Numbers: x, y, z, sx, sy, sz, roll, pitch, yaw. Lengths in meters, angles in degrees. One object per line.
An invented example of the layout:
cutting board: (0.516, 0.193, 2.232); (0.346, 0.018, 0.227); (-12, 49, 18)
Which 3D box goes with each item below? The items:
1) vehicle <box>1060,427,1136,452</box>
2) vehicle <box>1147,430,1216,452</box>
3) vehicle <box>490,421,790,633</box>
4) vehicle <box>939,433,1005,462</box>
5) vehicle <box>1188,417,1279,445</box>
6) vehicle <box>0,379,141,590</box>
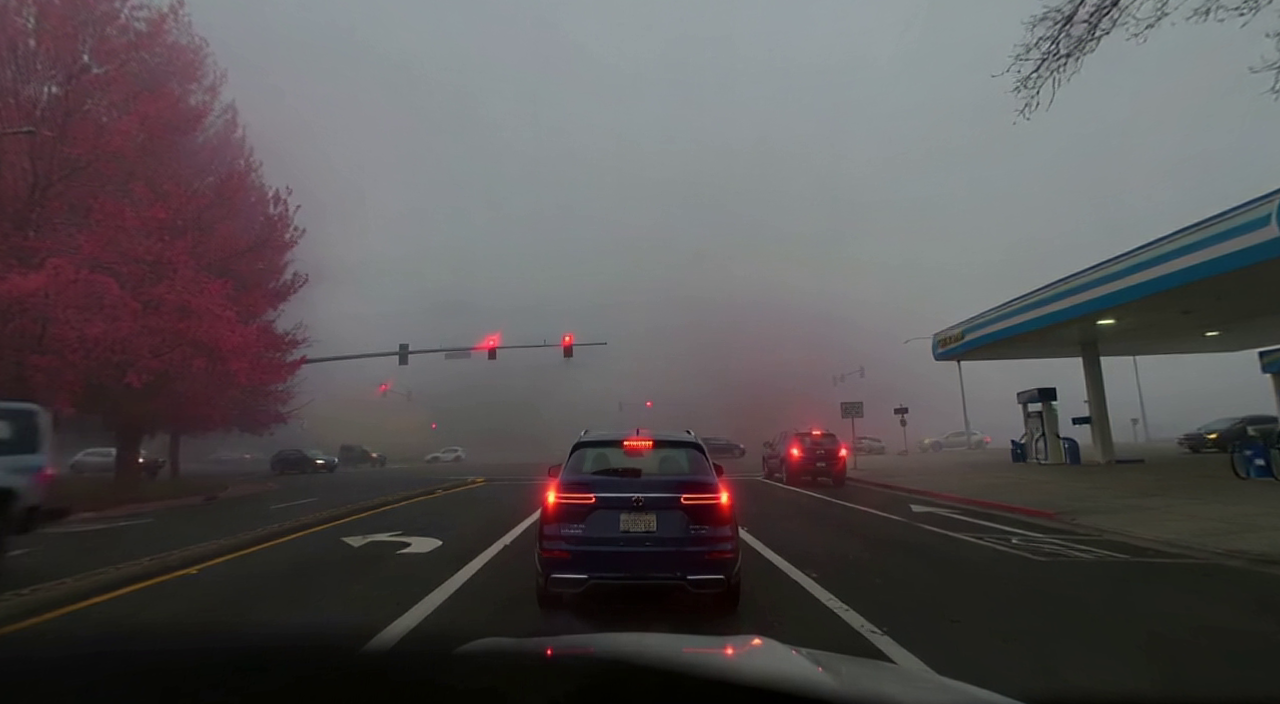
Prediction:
vehicle: (34.719, 6.617, 47.867); (4.294, 1.557, 1.744); (-4, -8, 1)
vehicle: (40.948, 6.727, 47.700); (3.573, 1.432, 1.604); (-3, -8, 1)
vehicle: (-0.017, 1.538, 6.557); (2.112, 1.482, 4.057); (0, -8, -1)
vehicle: (18.391, 5.248, 34.853); (2.053, 1.495, 4.091); (-8, -12, 44)
vehicle: (36.325, 4.874, 38.466); (1.848, 1.581, 4.475); (-1, -8, 3)
vehicle: (-7.536, 1.192, 5.365); (2.378, 2.084, 5.225); (0, -8, -2)
